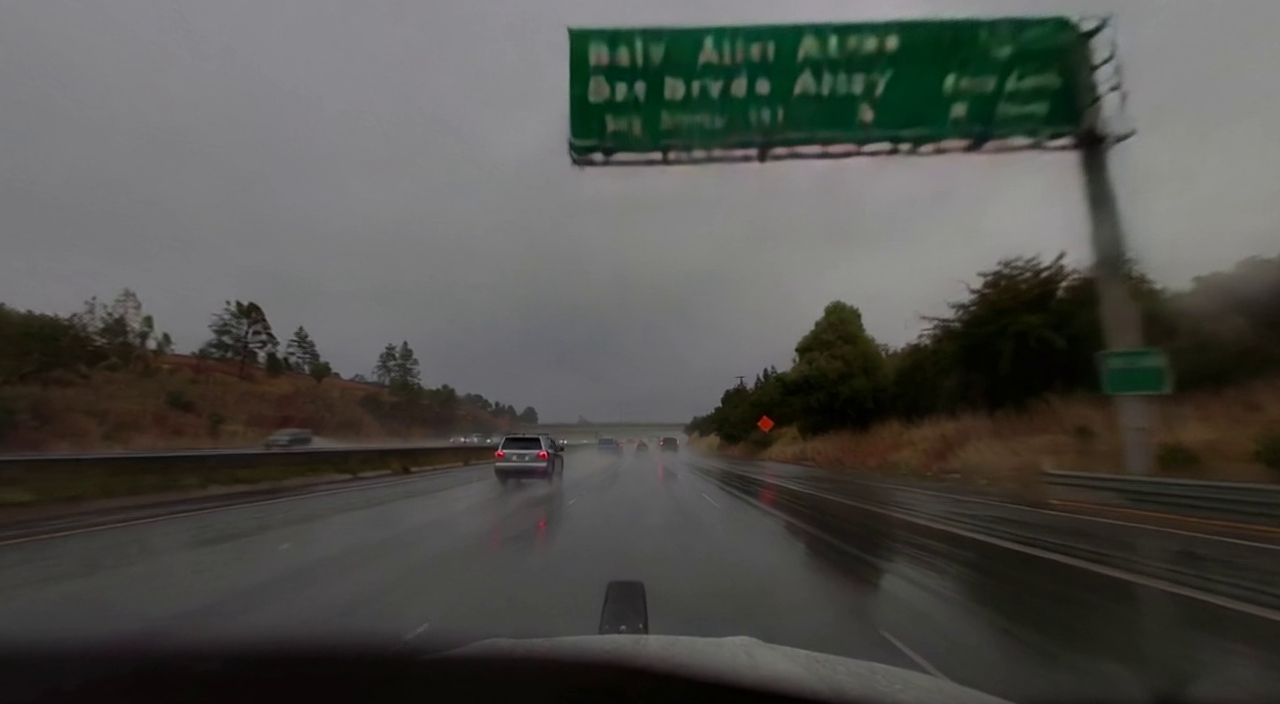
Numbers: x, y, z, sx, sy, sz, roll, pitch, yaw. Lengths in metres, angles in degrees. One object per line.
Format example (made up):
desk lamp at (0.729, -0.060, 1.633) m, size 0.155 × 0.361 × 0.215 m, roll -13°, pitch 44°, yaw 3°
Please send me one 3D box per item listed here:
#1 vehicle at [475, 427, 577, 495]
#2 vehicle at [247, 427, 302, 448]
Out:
vehicle at (-3.424, 3.409, 20.037) m, size 2.218 × 1.848 × 4.789 m, roll -1°, pitch -9°, yaw 1°
vehicle at (-28.448, 6.703, 49.191) m, size 1.845 × 1.561 × 3.894 m, roll -1°, pitch -9°, yaw 2°
